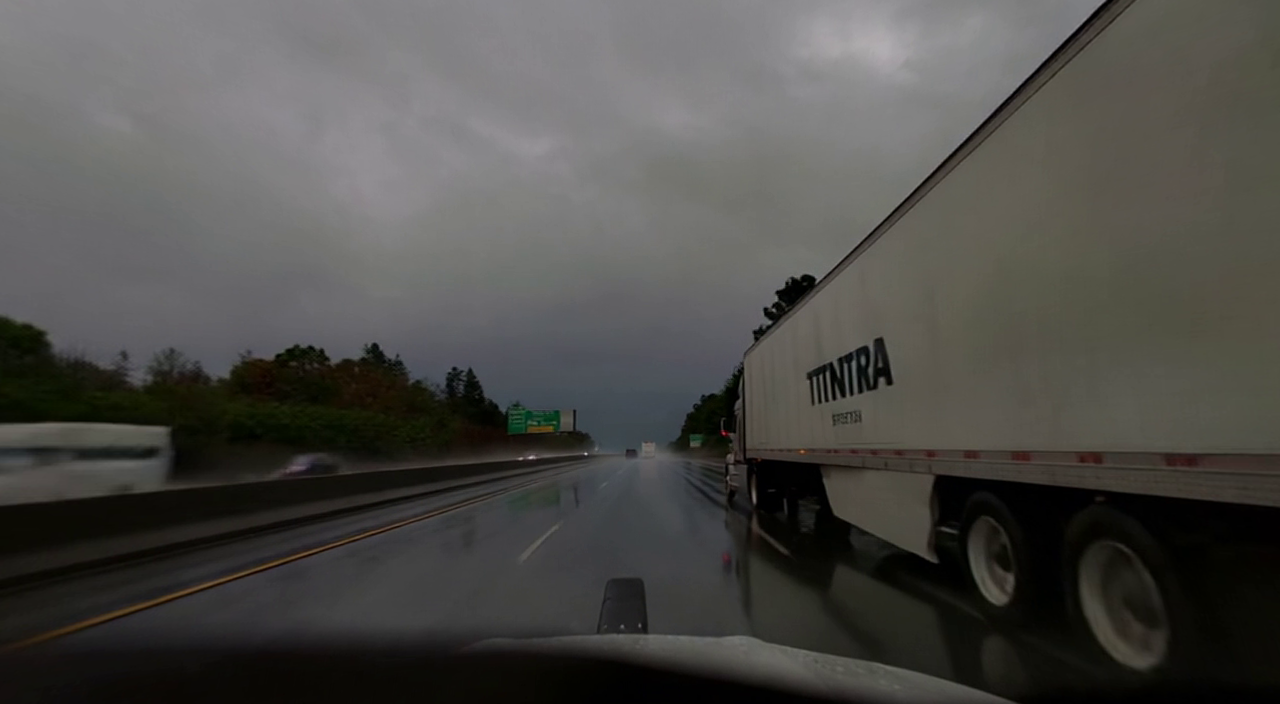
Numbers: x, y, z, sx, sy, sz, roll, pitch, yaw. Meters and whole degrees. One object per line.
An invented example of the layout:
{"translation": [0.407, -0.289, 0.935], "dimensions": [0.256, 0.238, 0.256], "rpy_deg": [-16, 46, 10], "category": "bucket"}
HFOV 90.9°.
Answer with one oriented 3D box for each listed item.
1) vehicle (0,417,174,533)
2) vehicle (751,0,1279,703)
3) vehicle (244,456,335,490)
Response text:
{"translation": [-15.217, 2.983, 15.558], "dimensions": [2.441, 2.500, 6.307], "rpy_deg": [0, -9, 1], "category": "vehicle"}
{"translation": [4.077, 0.423, 7.252], "dimensions": [2.947, 4.020, 14.220], "rpy_deg": [0, -9, 0], "category": "vehicle"}
{"translation": [-18.648, 6.436, 33.807], "dimensions": [1.960, 1.618, 4.853], "rpy_deg": [0, -9, 2], "category": "vehicle"}
